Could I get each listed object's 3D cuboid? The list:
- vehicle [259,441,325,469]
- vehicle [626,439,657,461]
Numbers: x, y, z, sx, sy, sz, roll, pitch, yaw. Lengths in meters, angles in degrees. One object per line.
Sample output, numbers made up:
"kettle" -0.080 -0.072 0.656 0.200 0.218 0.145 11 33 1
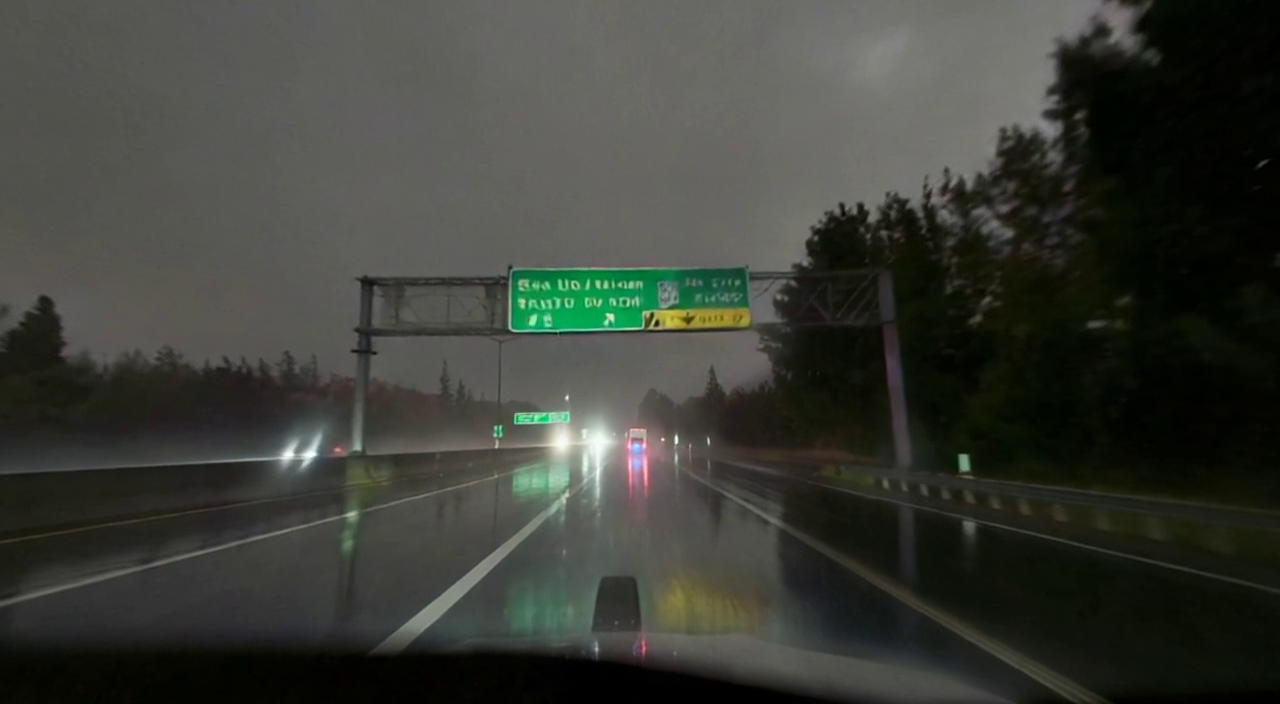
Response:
"vehicle" -22.729 6.739 41.271 1.892 1.697 4.297 -1 -8 -1
"vehicle" 0.076 6.881 44.281 2.028 1.440 3.690 0 -8 -1
